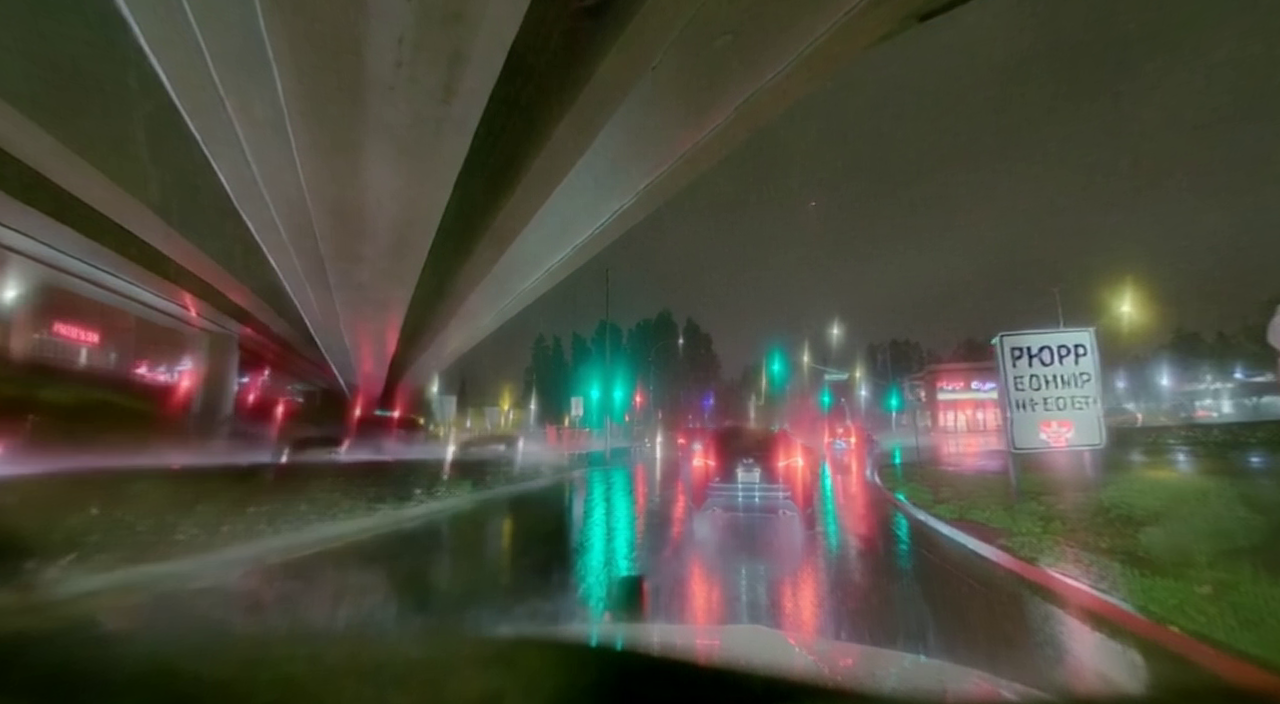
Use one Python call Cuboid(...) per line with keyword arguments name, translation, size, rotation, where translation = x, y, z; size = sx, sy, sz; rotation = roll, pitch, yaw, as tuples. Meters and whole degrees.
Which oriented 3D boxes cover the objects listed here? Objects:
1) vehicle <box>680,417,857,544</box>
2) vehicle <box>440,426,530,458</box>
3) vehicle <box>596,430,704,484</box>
Cuboid(name="vehicle", translation=(2.063, 1.953, 10.286), size=(2.195, 1.571, 4.353), rotation=(-2, -8, 12))
Cuboid(name="vehicle", translation=(-9.285, 5.423, 37.955), size=(4.827, 1.885, 2.008), rotation=(-1, -8, 3))
Cuboid(name="vehicle", translation=(0.474, 3.327, 20.288), size=(2.214, 1.519, 4.704), rotation=(-3, -9, 17))
